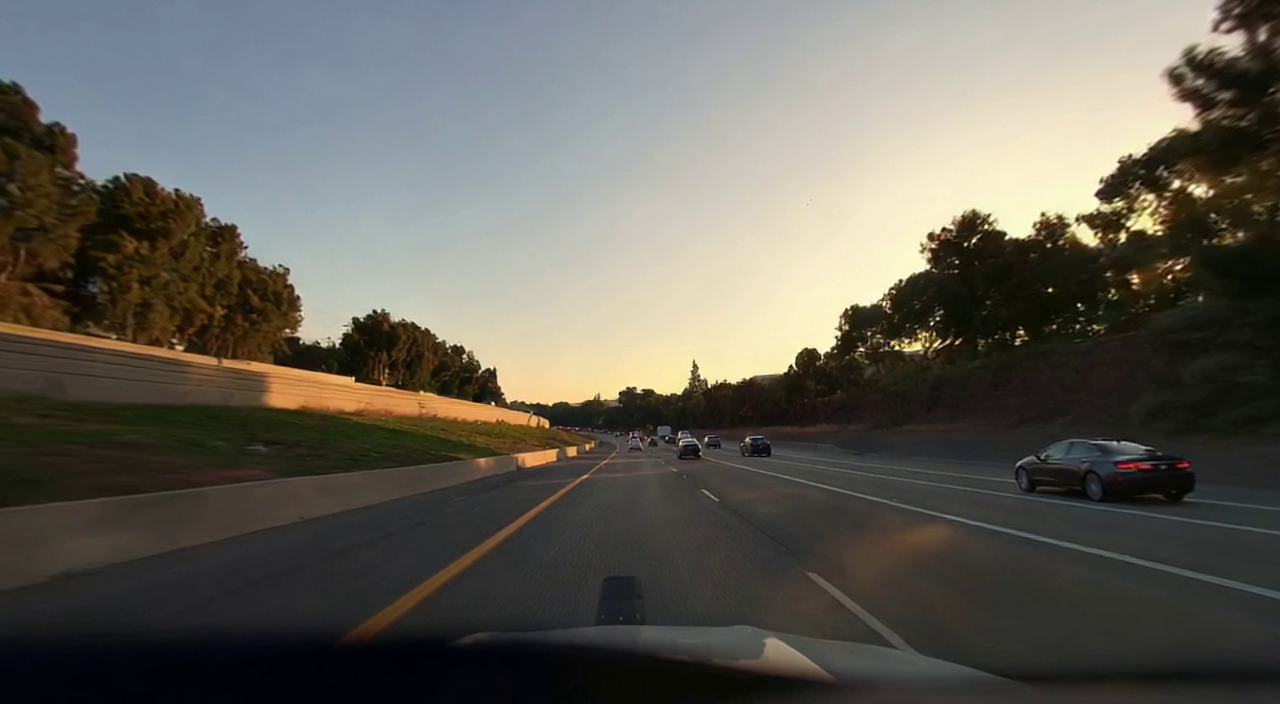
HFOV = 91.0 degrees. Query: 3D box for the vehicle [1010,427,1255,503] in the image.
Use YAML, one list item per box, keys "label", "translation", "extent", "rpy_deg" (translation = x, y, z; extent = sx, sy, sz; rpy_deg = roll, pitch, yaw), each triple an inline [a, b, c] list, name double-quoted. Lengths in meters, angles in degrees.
- label: "vehicle"
  translation: [11.366, 2.631, 15.099]
  extent: [2.041, 1.517, 4.645]
  rpy_deg: [0, -8, -1]
